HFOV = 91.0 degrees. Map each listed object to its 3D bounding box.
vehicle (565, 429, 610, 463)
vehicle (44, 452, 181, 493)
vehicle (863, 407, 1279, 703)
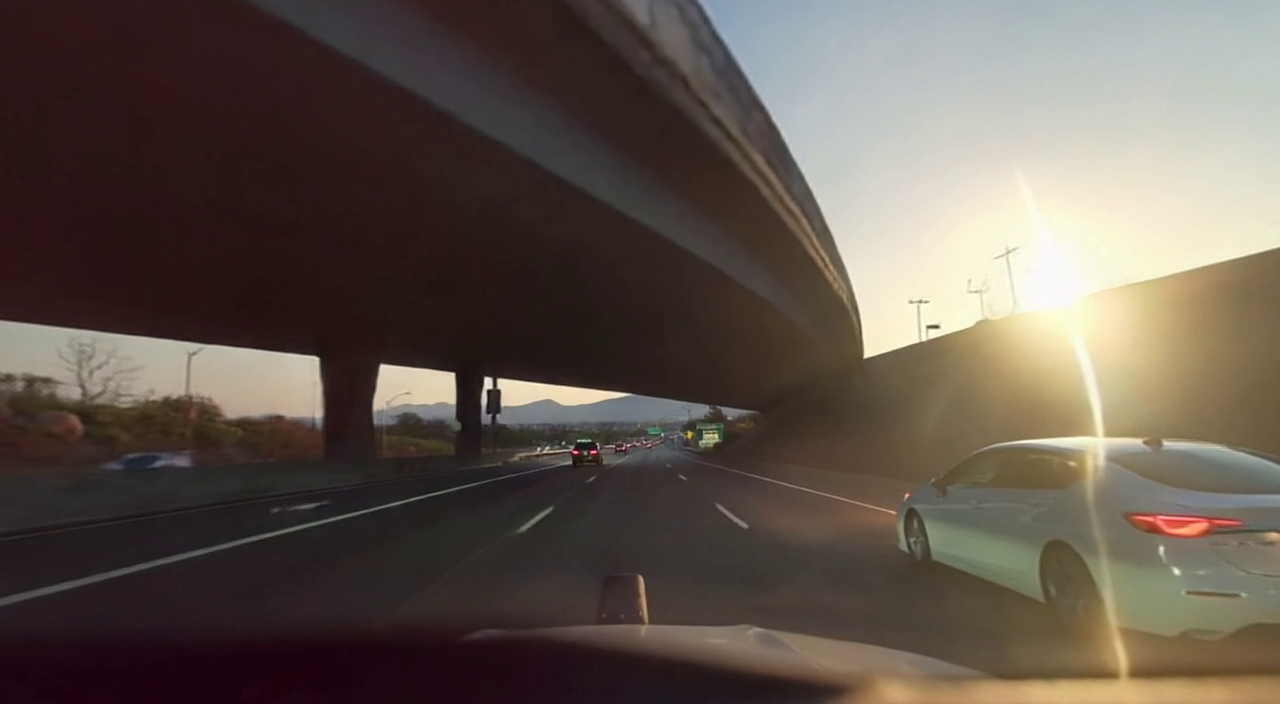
[{"bbox_3d":[-3.627,6.683,44.658,2.496,2.203,6.317,0,-9,1],"label":"vehicle"},{"bbox_3d":[-22.007,5.015,26.554,1.803,1.508,4.392,0,-9,3],"label":"vehicle"},{"bbox_3d":[3.889,1.423,5.613,2.047,1.532,4.884,0,-9,0],"label":"vehicle"}]
